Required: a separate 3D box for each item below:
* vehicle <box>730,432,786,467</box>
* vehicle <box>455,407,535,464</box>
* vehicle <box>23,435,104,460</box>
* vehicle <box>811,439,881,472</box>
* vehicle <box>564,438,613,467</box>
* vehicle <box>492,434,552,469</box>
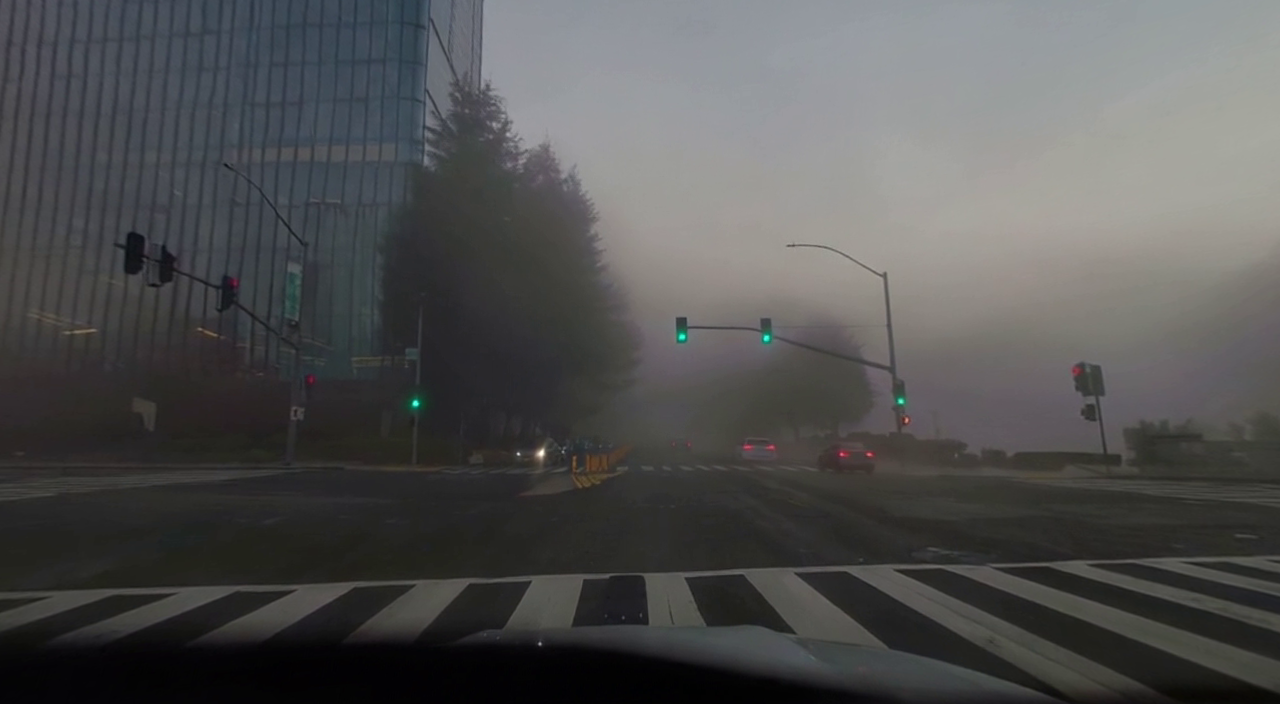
[{"bbox_3d":[6.343,5.327,34.379,2.098,1.723,4.881,0,-8,0],"label":"vehicle"},{"bbox_3d":[-9.213,5.411,40.889,3.191,3.314,7.914,0,-7,1],"label":"vehicle"},{"bbox_3d":[-35.491,5.919,38.771,1.628,1.448,3.621,0,-9,-2],"label":"vehicle"},{"bbox_3d":[9.964,5.035,30.793,1.896,1.463,4.296,0,-8,-1],"label":"vehicle"},{"bbox_3d":[-2.738,5.485,34.513,2.147,1.481,4.331,0,-8,3],"label":"vehicle"},{"bbox_3d":[-6.052,5.178,32.664,2.182,1.677,4.384,0,-9,1],"label":"vehicle"}]
